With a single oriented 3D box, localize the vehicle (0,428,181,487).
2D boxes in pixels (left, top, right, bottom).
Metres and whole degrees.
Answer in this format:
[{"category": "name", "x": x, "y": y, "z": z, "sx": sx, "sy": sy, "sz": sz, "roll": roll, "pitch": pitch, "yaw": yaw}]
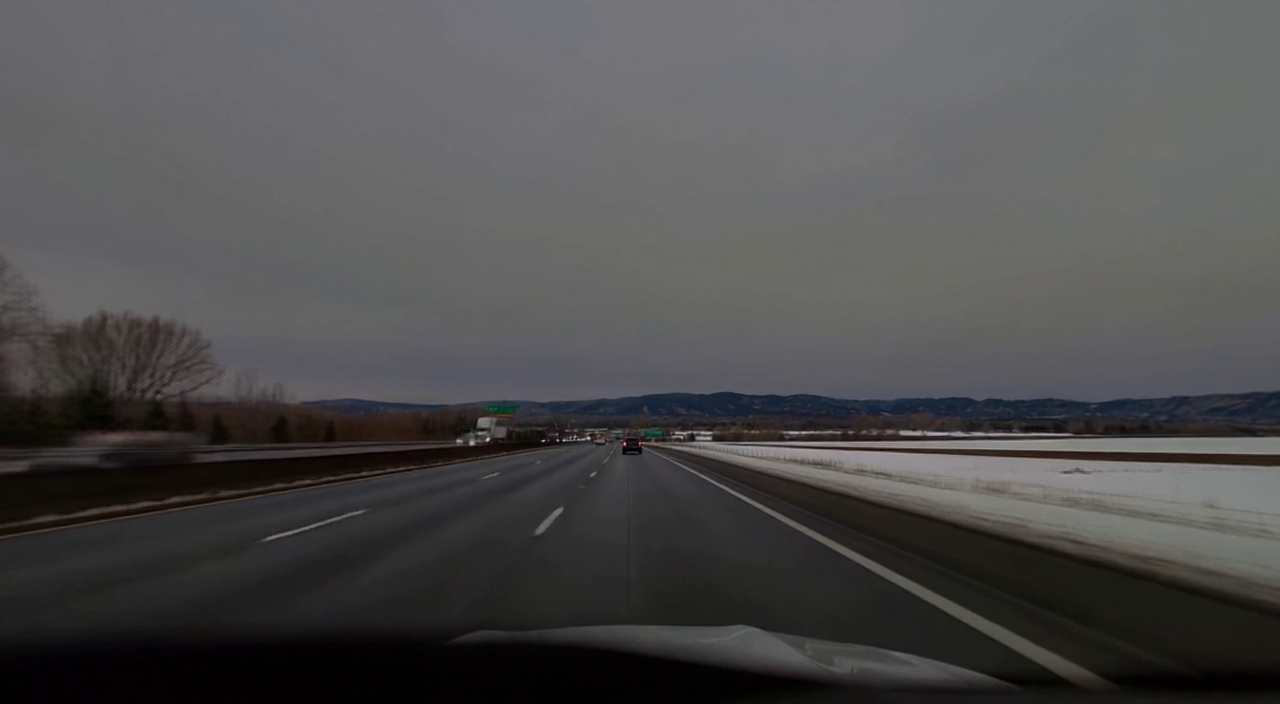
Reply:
[{"category": "vehicle", "x": -15.256, "y": 2.881, "z": 17.551, "sx": 1.749, "sy": 1.446, "sz": 4.162, "roll": 0, "pitch": -8, "yaw": 0}]
